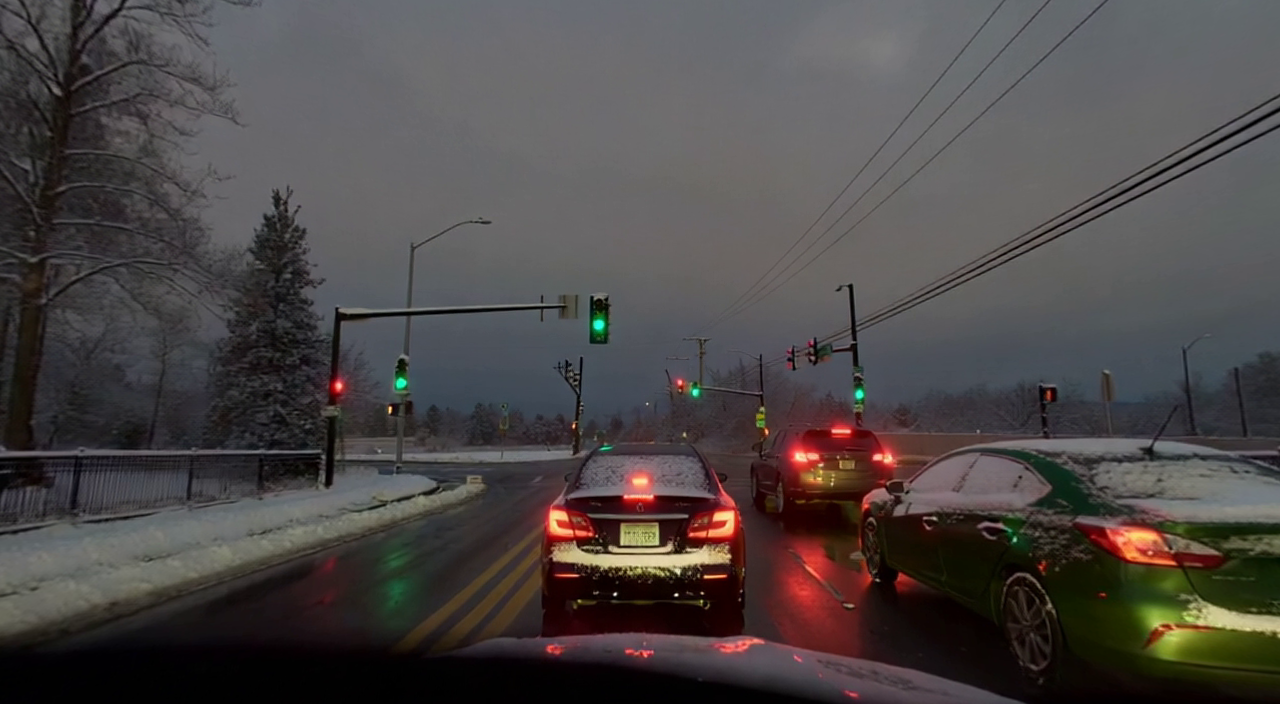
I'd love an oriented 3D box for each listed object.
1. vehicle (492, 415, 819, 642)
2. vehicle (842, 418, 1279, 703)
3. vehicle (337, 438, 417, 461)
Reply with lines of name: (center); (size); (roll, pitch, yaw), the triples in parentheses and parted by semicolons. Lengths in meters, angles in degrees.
vehicle: (0.072, 1.496, 6.441); (2.170, 1.497, 4.369); (0, -8, -1)
vehicle: (3.084, 1.244, 4.142); (2.027, 1.432, 4.431); (0, -8, 0)
vehicle: (-17.242, 6.411, 41.462); (4.406, 1.458, 1.892); (-1, -8, 7)
